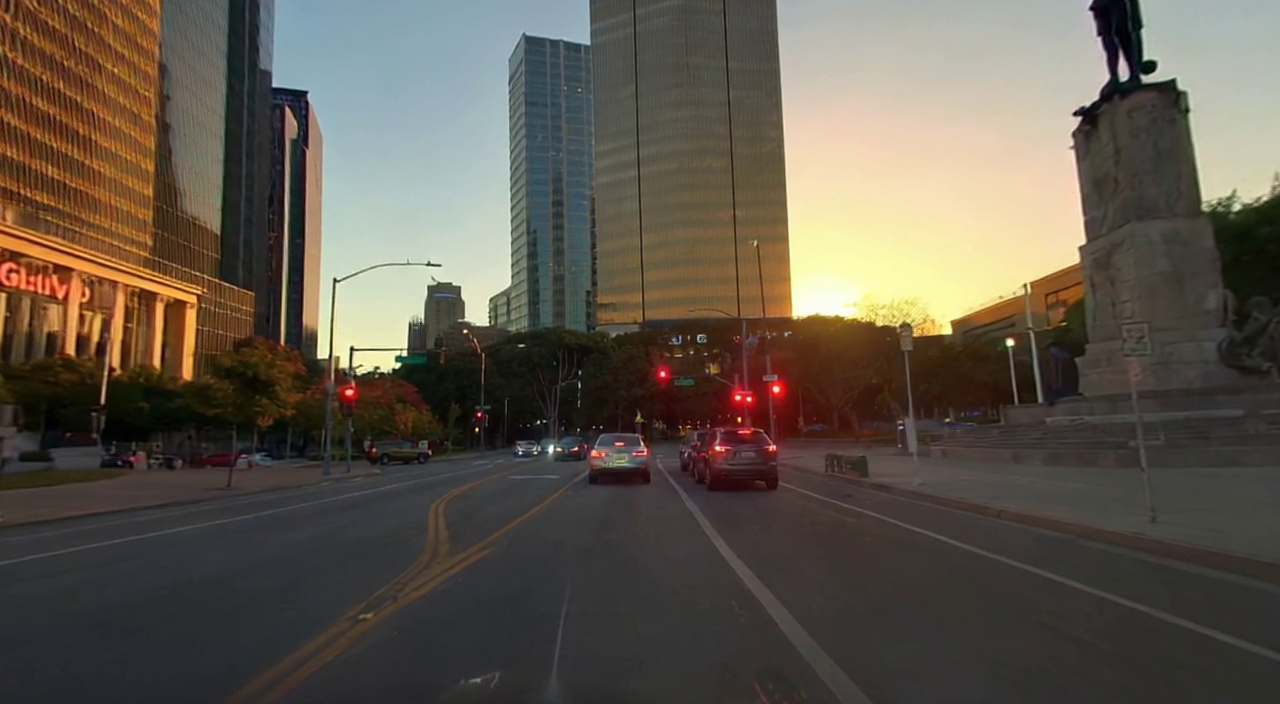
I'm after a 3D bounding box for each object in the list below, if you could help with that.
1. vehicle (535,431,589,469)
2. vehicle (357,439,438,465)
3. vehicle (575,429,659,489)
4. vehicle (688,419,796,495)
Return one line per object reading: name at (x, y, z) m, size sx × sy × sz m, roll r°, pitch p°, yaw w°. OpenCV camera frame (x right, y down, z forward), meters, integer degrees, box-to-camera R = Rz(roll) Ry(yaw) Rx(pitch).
vehicle at (-3.556, 4.569, 29.673) m, size 2.045 × 1.633 × 4.864 m, roll 0°, pitch -8°, yaw -2°
vehicle at (-17.089, 7.049, 44.669) m, size 4.855 × 1.769 × 2.071 m, roll 0°, pitch -8°, yaw 0°
vehicle at (-0.583, 2.968, 17.907) m, size 2.096 × 1.492 × 4.071 m, roll 0°, pitch -8°, yaw 0°
vehicle at (2.594, 2.807, 17.255) m, size 2.096 × 1.775 × 4.440 m, roll 0°, pitch -8°, yaw -1°
